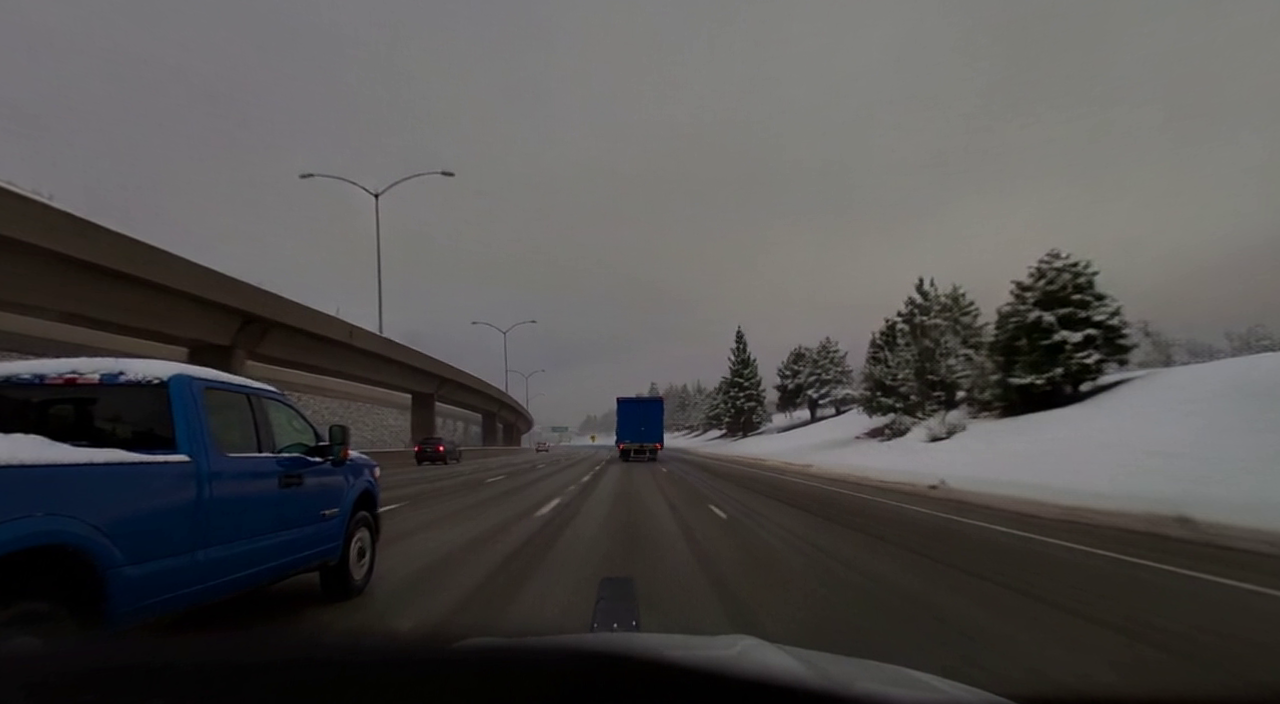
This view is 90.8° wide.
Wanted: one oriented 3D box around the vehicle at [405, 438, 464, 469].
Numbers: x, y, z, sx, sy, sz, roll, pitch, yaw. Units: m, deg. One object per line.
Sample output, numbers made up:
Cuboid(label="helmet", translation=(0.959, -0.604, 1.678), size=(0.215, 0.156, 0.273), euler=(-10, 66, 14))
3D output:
Cuboid(label="vehicle", translation=(-11.426, 5.645, 35.388), size=(1.919, 1.625, 4.183), euler=(0, -8, -1))

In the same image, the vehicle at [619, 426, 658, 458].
Cuboid(label="vehicle", translation=(-0.135, 5.159, 36.094), size=(2.052, 1.666, 4.358), euler=(0, -8, -2))

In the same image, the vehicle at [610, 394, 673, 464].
Cuboid(label="vehicle", translation=(-0.204, 4.963, 39.328), size=(3.233, 3.678, 11.032), euler=(0, -9, -3))
